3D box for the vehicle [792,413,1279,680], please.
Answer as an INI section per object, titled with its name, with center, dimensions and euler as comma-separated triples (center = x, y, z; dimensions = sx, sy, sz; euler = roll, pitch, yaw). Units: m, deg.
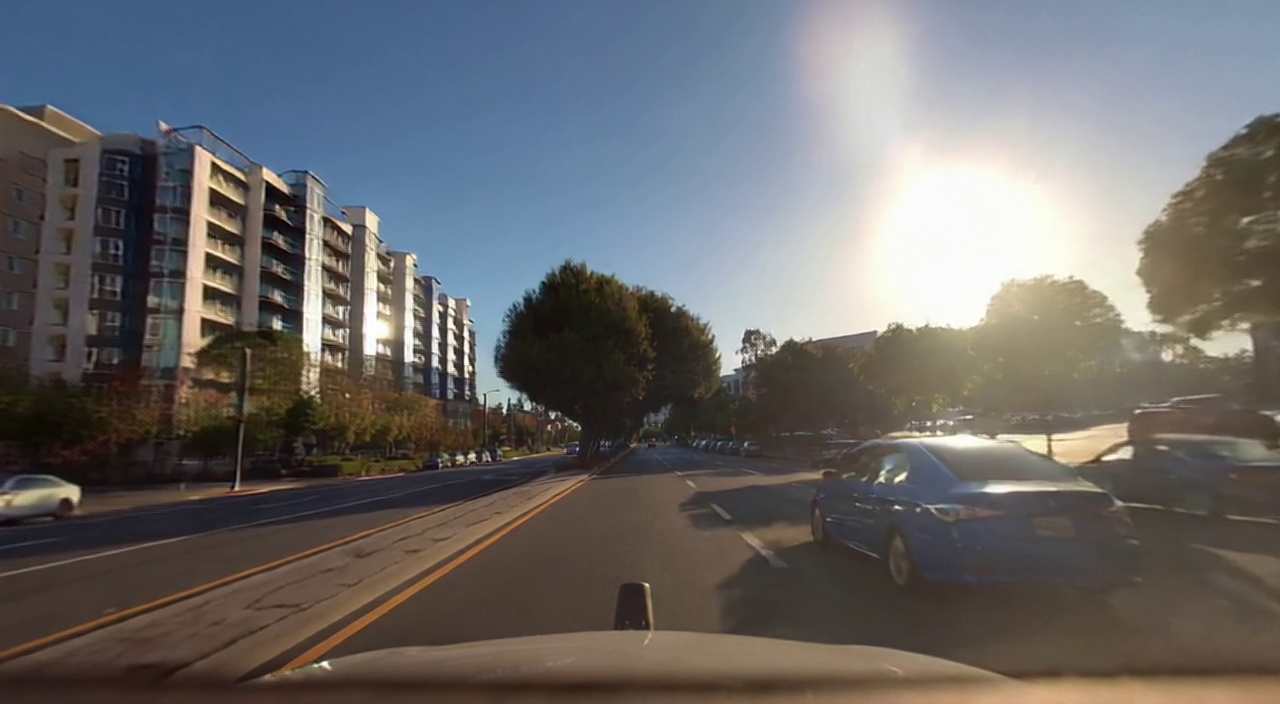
[vehicle]
center = 3.042, 1.397, 5.761
dimensions = 2.141, 1.443, 4.499
euler = 0, -8, 0
